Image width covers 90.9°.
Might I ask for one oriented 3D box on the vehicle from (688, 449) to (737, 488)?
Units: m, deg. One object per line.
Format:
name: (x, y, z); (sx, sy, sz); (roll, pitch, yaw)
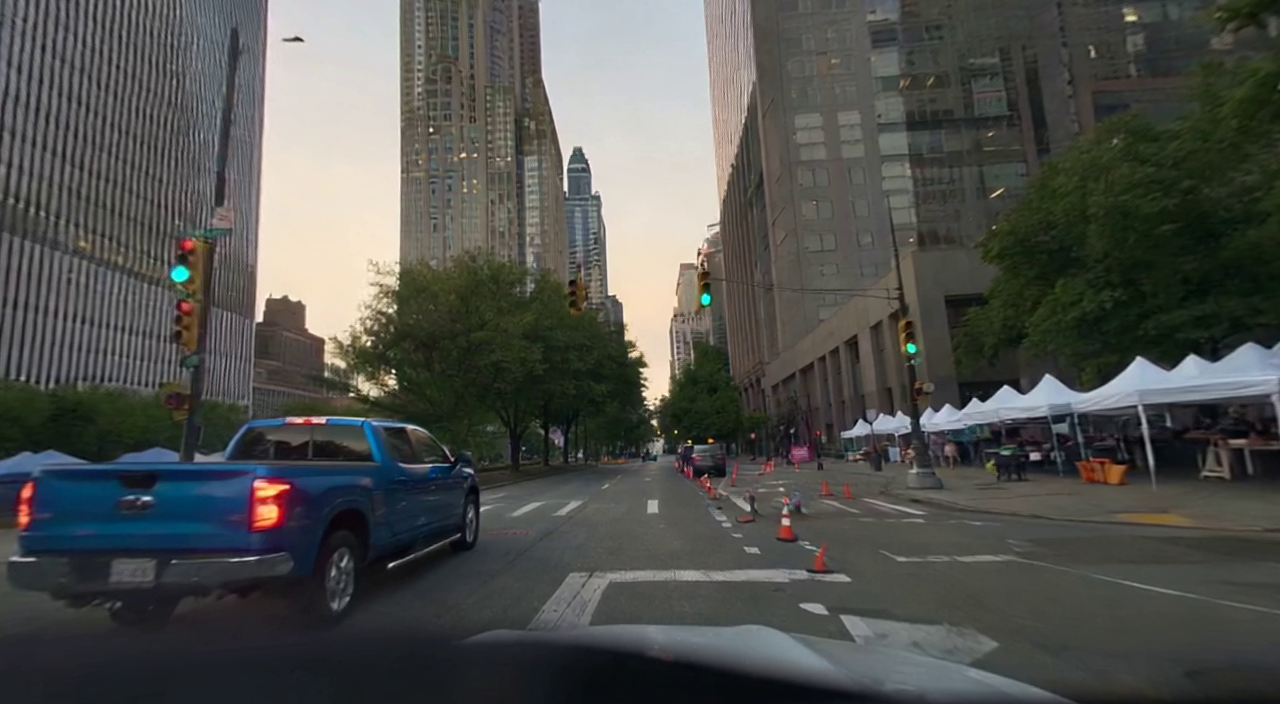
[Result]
vehicle: (3.322, 5.283, 28.884); (2.023, 1.607, 4.225); (-2, -9, 7)

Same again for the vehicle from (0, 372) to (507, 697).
vehicle: (-3.311, 1.538, 6.741); (2.452, 1.954, 5.653); (-1, -9, 1)
